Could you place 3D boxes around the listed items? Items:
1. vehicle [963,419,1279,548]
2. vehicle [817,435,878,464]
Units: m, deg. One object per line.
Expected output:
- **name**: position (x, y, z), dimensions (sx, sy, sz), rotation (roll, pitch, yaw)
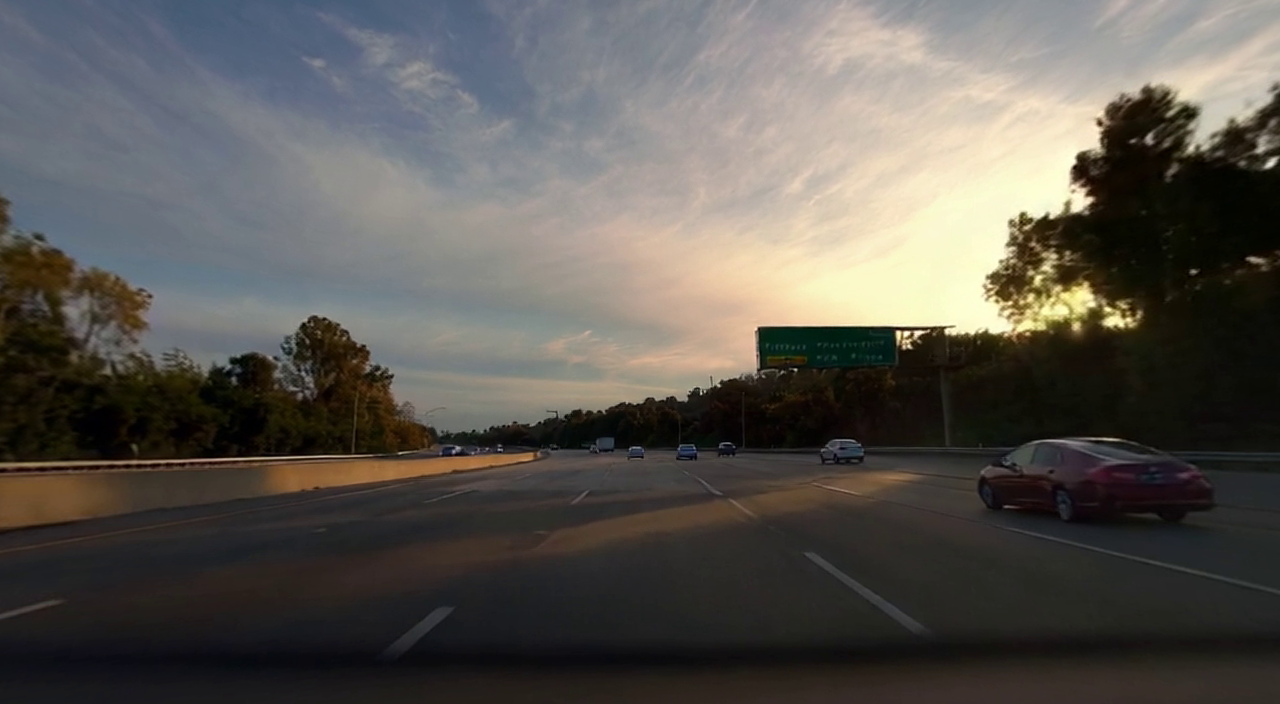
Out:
- **vehicle**: position (7.565, 2.028, 10.385), dimensions (2.124, 1.661, 4.267), rotation (0, -8, -1)
- **vehicle**: position (13.985, 6.613, 42.791), dimensions (2.107, 1.803, 5.385), rotation (0, -8, -2)
